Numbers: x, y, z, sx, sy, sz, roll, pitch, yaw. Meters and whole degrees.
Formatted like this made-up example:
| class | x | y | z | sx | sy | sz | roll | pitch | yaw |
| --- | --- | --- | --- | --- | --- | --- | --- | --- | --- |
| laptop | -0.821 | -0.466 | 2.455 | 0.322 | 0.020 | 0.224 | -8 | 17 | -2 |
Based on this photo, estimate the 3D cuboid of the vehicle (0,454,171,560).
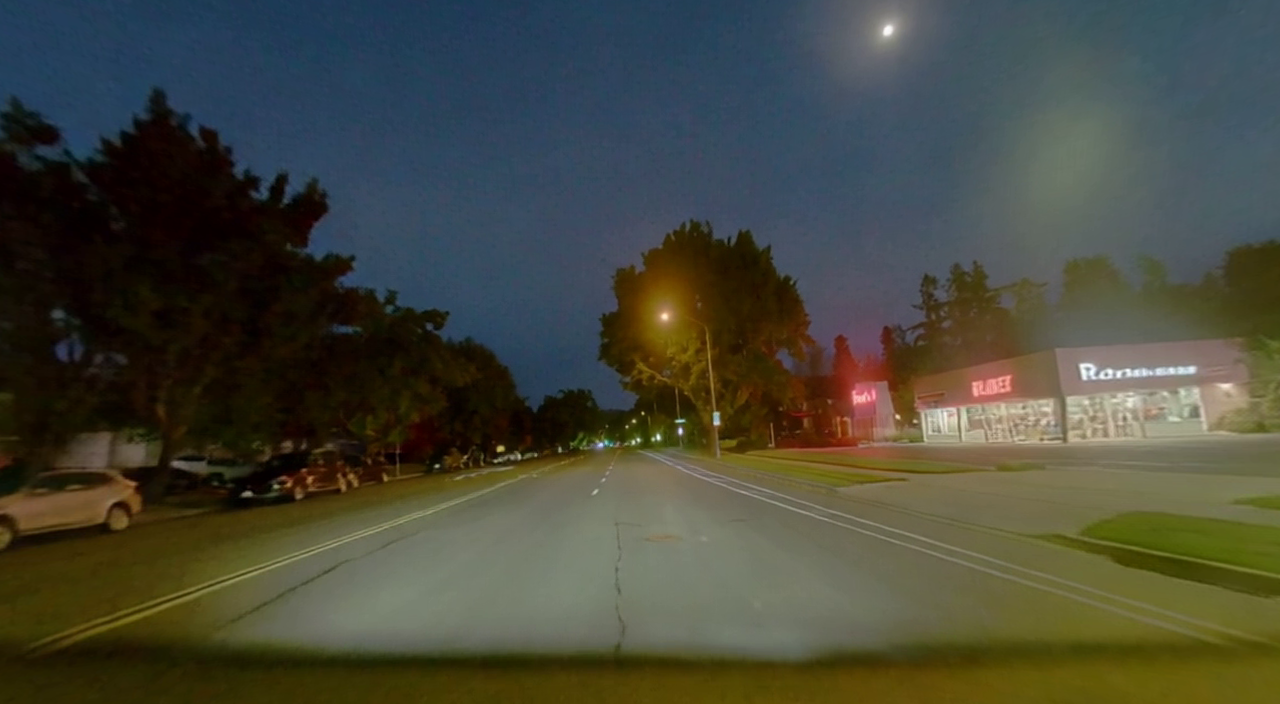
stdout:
| class | x | y | z | sx | sy | sz | roll | pitch | yaw |
| --- | --- | --- | --- | --- | --- | --- | --- | --- | --- |
| vehicle | -11.780 | 2.857 | 12.087 | 1.950 | 1.720 | 4.868 | 0 | -8 | -1 |

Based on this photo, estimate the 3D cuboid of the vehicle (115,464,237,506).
| class | x | y | z | sx | sy | sz | roll | pitch | yaw |
| --- | --- | --- | --- | --- | --- | --- | --- | --- | --- |
| vehicle | -18.162 | 5.190 | 25.013 | 1.963 | 1.383 | 3.903 | 2 | -9 | -3 |

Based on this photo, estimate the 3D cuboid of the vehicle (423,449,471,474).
| class | x | y | z | sx | sy | sz | roll | pitch | yaw |
| --- | --- | --- | --- | --- | --- | --- | --- | --- | --- |
| vehicle | -12.521 | 7.113 | 41.290 | 1.958 | 1.457 | 4.254 | 0 | -8 | -2 |

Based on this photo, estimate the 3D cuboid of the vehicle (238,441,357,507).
| class | x | y | z | sx | sy | sz | roll | pitch | yaw |
| --- | --- | --- | --- | --- | --- | --- | --- | --- | --- |
| vehicle | -12.064 | 4.261 | 22.592 | 2.015 | 1.884 | 4.488 | -6 | -8 | -5 |

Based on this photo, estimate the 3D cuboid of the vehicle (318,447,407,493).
| class | x | y | z | sx | sy | sz | roll | pitch | yaw |
| --- | --- | --- | --- | --- | --- | --- | --- | --- | --- |
| vehicle | -12.162 | 5.152 | 28.005 | 2.076 | 1.681 | 4.423 | -4 | -9 | -2 |
